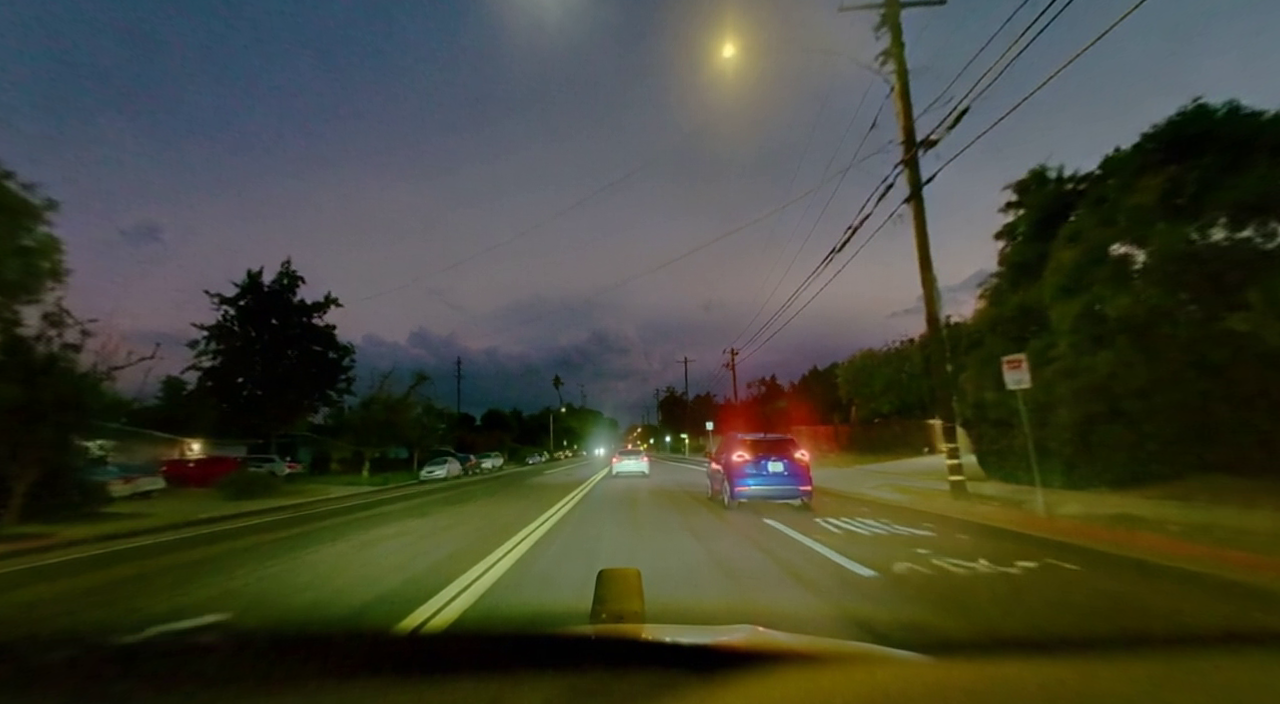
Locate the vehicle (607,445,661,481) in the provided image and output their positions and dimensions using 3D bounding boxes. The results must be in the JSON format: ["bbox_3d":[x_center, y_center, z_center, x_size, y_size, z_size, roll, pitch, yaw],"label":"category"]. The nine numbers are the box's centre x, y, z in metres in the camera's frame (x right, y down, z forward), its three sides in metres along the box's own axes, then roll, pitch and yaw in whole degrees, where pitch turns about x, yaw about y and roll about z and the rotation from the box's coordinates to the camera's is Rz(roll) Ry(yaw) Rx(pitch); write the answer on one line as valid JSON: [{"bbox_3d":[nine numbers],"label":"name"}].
[{"bbox_3d":[-0.284,4.824,27.774,2.196,1.449,4.006,0,-8,-1],"label":"vehicle"}]

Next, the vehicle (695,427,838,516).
[{"bbox_3d":[2.766,2.753,15.138,2.200,1.763,4.676,1,-8,-3],"label":"vehicle"}]

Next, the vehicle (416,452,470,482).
[{"bbox_3d":[-12.283,7.174,39.699,2.044,1.534,4.554,-4,-8,-2],"label":"vehicle"}]

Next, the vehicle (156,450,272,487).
[{"bbox_3d":[-21.035,5.734,31.357,4.240,1.717,2.043,0,-9,-2],"label":"vehicle"}]
